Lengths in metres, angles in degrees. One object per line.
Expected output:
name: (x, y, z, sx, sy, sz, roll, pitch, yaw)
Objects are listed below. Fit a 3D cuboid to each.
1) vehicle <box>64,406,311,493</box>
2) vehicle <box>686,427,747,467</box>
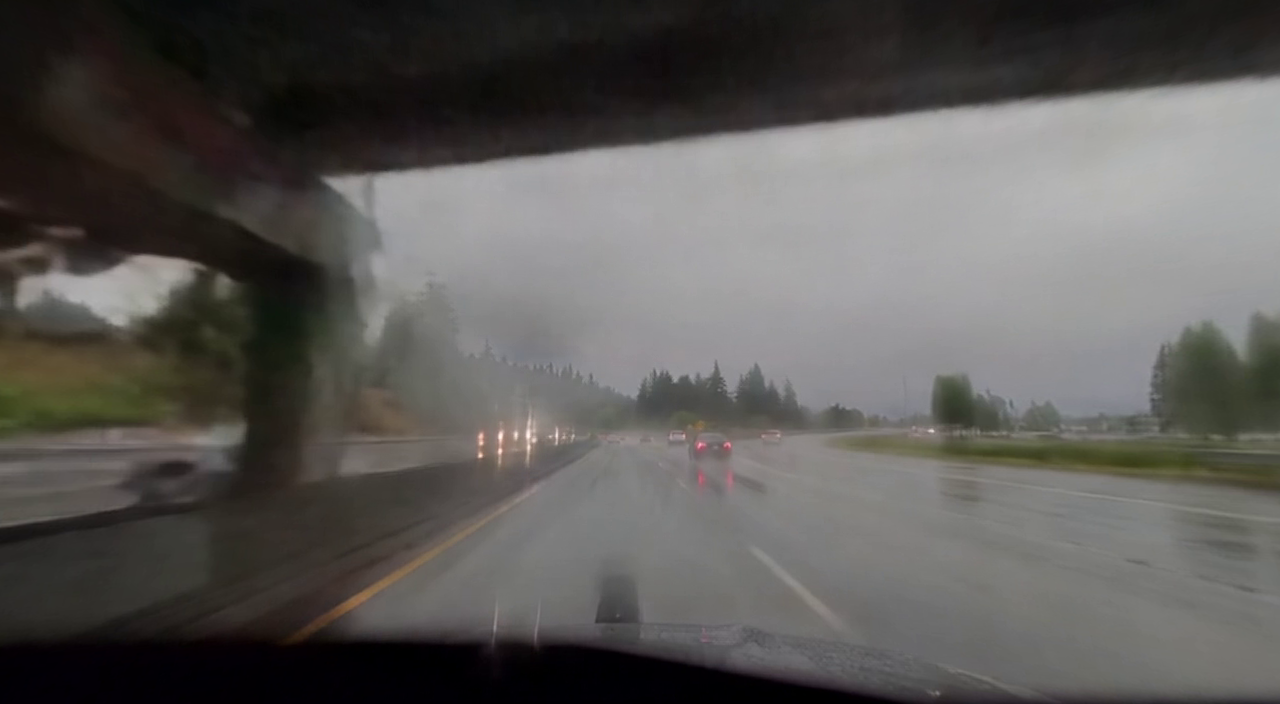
vehicle: (-9.235, 2.028, 13.495, 2.011, 1.519, 4.508, 0, -8, -1)
vehicle: (3.153, 4.010, 26.806, 1.938, 1.578, 3.764, 0, -8, -3)
